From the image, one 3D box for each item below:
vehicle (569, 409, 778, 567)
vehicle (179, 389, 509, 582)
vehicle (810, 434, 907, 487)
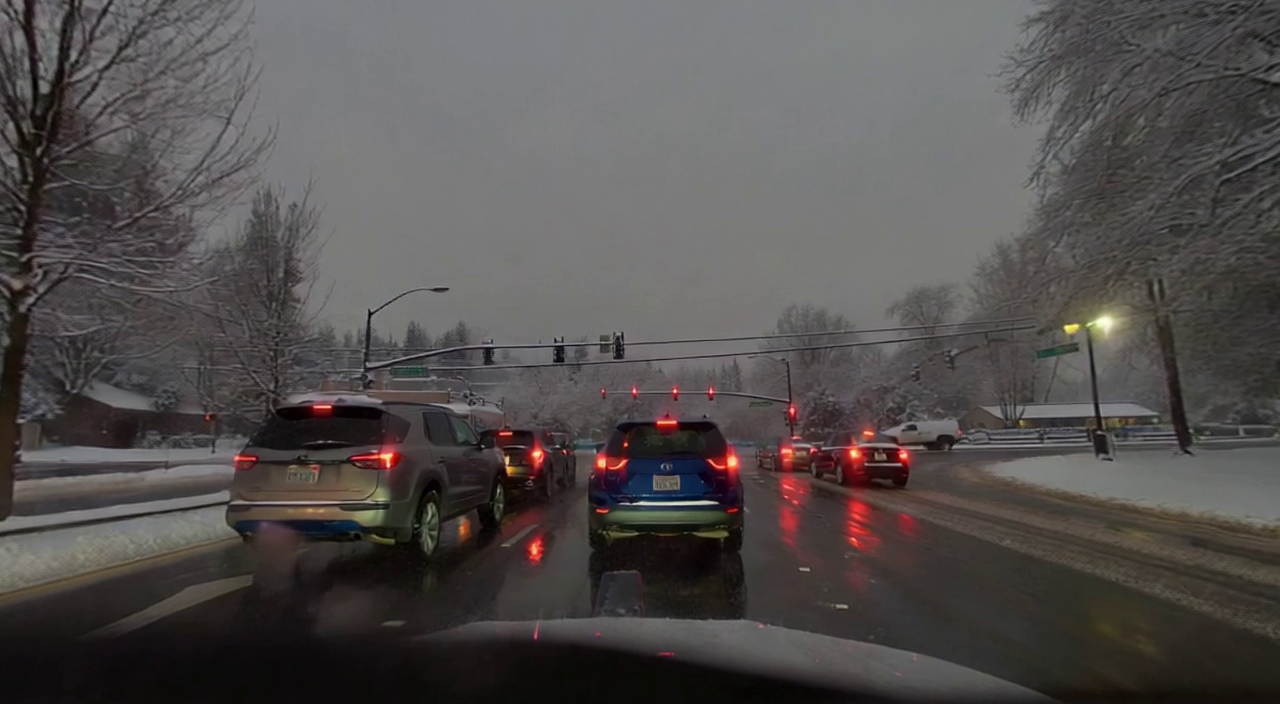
[{"bbox_3d":[0.378,1.748,8.780,2.189,1.649,4.171,0,-8,1],"label":"vehicle"},{"bbox_3d":[-3.251,1.579,8.186,2.085,1.812,4.388,0,-8,1],"label":"vehicle"},{"bbox_3d":[7.249,3.627,21.363,2.067,1.599,4.251,-1,-8,5],"label":"vehicle"}]
